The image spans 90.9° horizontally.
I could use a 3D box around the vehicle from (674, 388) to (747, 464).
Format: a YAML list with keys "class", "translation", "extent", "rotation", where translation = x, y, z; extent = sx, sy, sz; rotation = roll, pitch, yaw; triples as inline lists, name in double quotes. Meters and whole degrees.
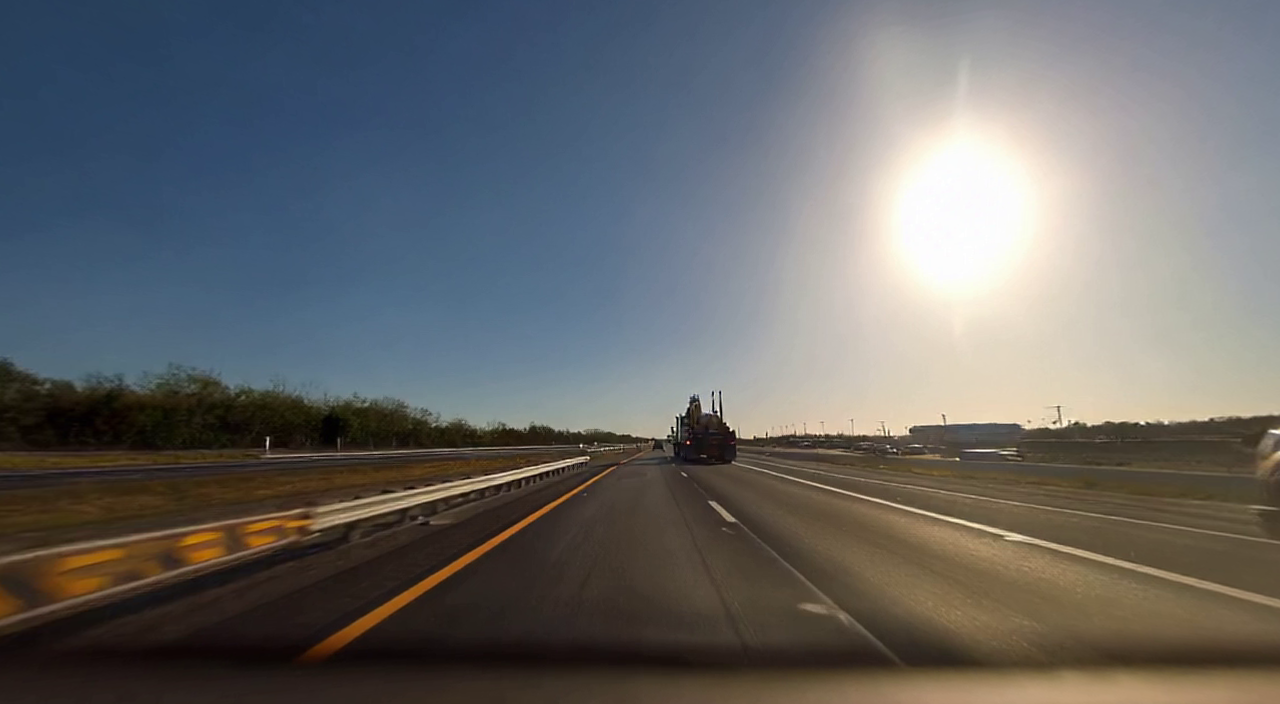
- class: "vehicle"
  translation: [3.862, 4.351, 36.434]
  extent: [3.279, 3.956, 6.541]
  rotation: [0, -9, -1]
